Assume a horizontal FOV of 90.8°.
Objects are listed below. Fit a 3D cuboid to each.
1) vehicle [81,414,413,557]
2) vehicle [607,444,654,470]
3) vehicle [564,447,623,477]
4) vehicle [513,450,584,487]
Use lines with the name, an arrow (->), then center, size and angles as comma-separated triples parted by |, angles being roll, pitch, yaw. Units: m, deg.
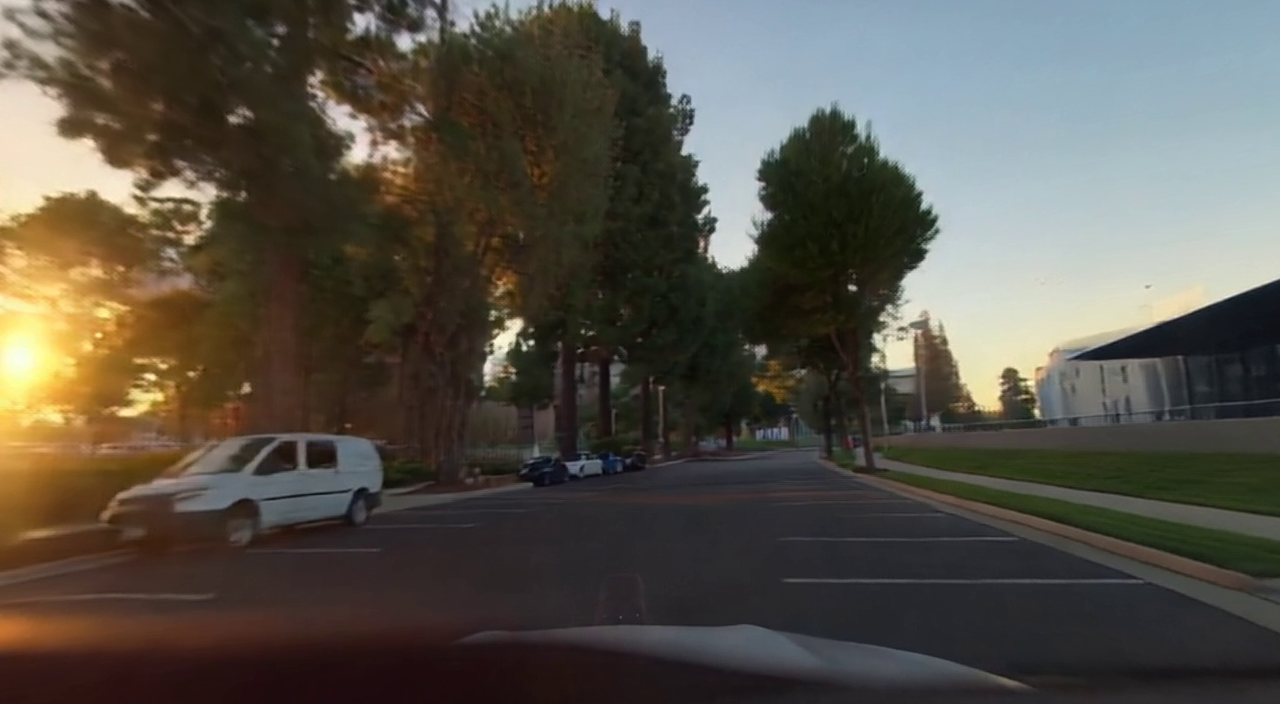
vehicle -> -7.262, 2.495, 12.766 | 2.433, 2.193, 5.547 | -2, -9, 11
vehicle -> -0.581, 7.392, 44.862 | 2.360, 1.741, 4.912 | -2, -9, 11
vehicle -> -2.474, 5.969, 34.576 | 2.038, 1.525, 4.383 | -2, -9, 12
vehicle -> -4.038, 5.221, 28.530 | 1.938, 1.191, 3.630 | -8, -8, 11
